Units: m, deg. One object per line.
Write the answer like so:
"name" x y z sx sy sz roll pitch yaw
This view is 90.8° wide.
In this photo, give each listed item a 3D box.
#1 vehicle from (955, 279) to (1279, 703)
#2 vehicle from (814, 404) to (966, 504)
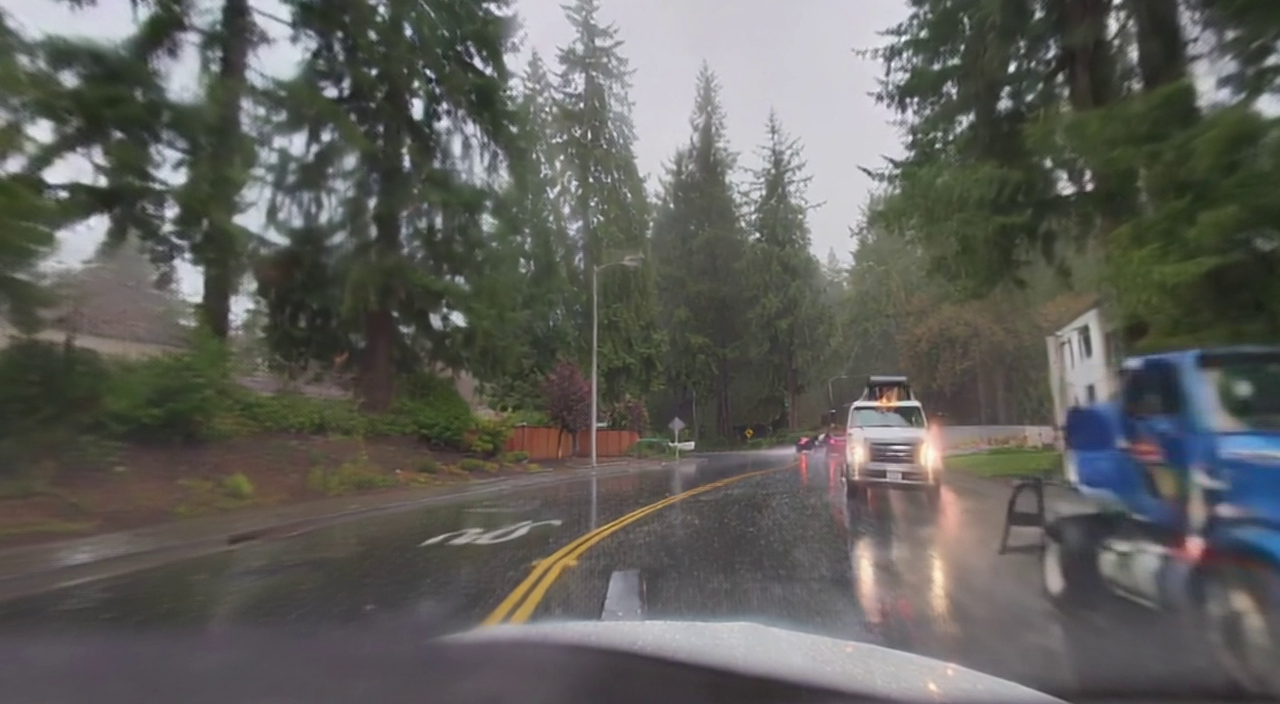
"vehicle" 4.059 0.957 4.511 2.043 2.250 3.024 -1 -9 3
"vehicle" 6.411 2.681 16.843 2.874 2.021 7.293 -4 -9 18
